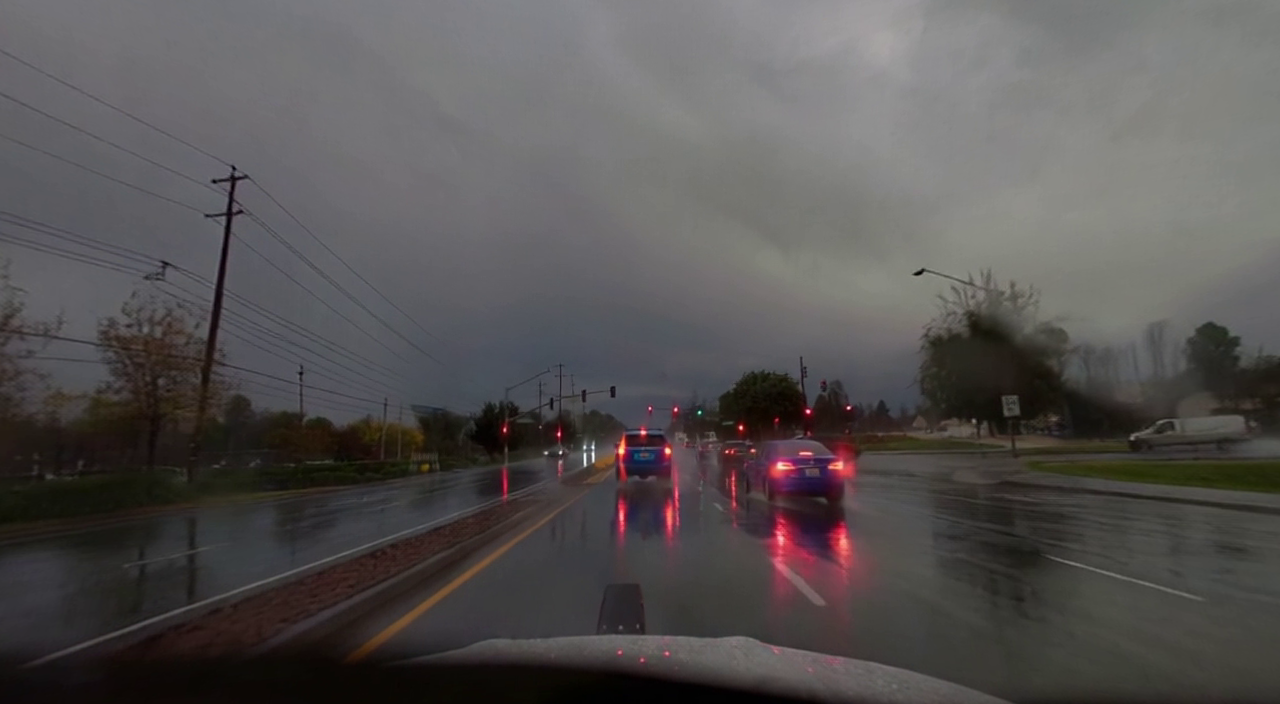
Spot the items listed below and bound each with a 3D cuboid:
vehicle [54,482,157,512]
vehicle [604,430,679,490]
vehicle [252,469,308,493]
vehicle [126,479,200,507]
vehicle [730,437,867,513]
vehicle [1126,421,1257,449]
[{"bbox_3d":[-32.280,8.756,38.264,4.224,1.614,2.123,0,-9,-1],"label":"vehicle"},{"bbox_3d":[0.024,3.631,21.553,2.300,1.821,4.254,0,-9,-1],"label":"vehicle"},{"bbox_3d":[-25.967,9.298,45.566,3.826,1.522,1.741,-8,-11,29],"label":"vehicle"},{"bbox_3d":[-33.082,9.764,43.852,3.637,1.483,2.007,-3,-5,2],"label":"vehicle"},{"bbox_3d":[3.417,2.758,14.652,1.984,1.462,4.513,0,-9,0],"label":"vehicle"},{"bbox_3d":[41.084,6.275,47.443,7.088,1.918,2.678,-7,-10,37],"label":"vehicle"}]
